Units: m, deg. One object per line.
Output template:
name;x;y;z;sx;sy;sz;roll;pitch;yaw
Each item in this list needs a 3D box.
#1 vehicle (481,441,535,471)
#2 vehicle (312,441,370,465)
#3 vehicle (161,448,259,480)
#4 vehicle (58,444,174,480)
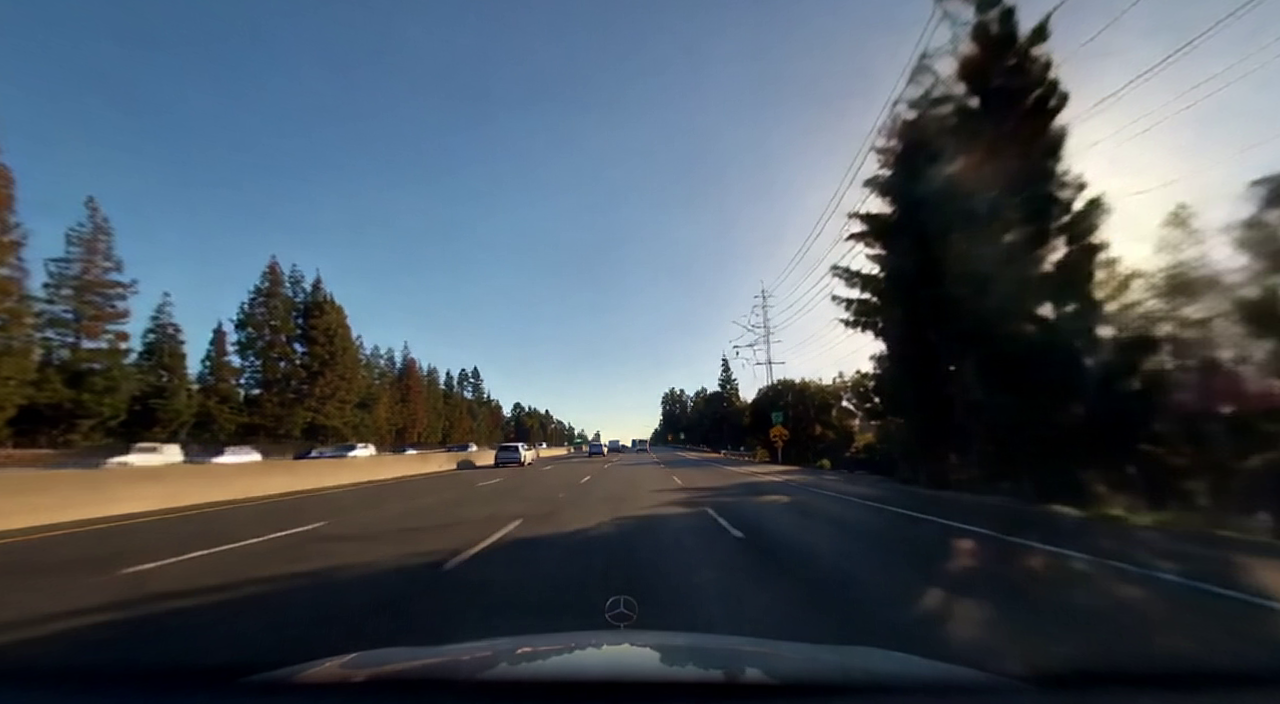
vehicle;-7.412;5.877;35.793;2.034;1.563;4.476;0;-9;1
vehicle;-21.621;7.340;45.763;1.934;1.598;4.794;0;-9;0
vehicle;-21.679;5.649;31.989;1.855;1.496;4.408;0;-9;0
vehicle;-25.382;5.320;30.728;1.897;1.611;4.344;0;-9;0
